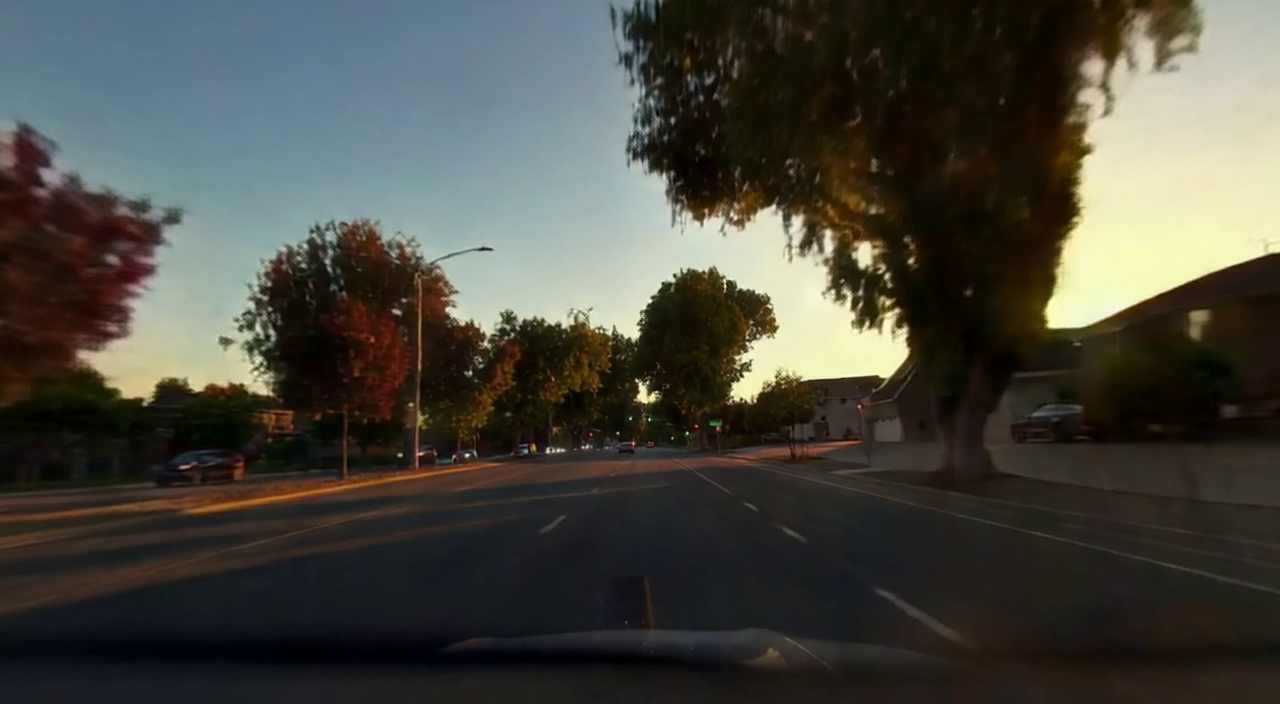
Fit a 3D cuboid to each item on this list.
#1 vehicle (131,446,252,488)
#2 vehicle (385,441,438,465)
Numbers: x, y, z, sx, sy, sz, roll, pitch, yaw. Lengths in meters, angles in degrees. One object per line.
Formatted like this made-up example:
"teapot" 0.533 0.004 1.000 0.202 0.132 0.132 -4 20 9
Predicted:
"vehicle" -20.369 5.186 28.918 2.103 1.731 4.598 0 -9 1
"vehicle" -16.806 7.452 46.599 2.118 1.661 4.507 -1 -9 1
